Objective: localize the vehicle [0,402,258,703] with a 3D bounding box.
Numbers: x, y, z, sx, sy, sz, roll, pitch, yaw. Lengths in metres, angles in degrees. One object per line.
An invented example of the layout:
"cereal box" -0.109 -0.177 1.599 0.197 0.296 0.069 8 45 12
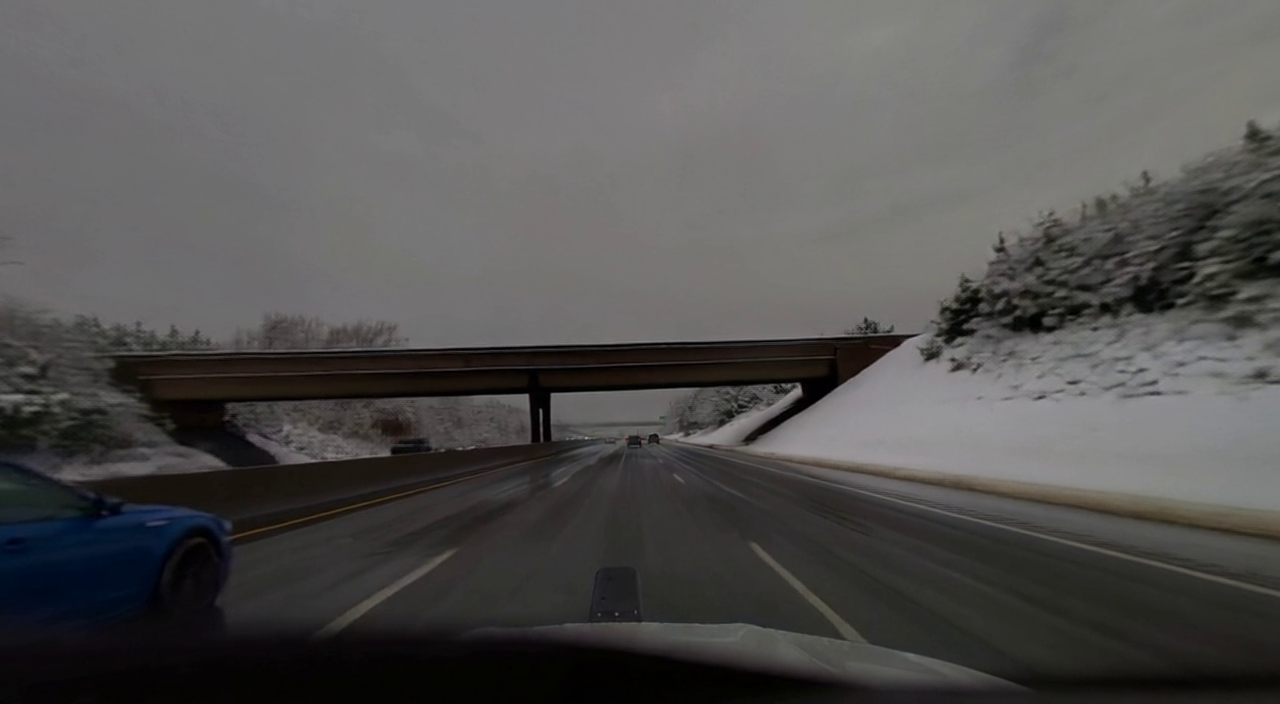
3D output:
"vehicle" -3.965 0.960 2.822 1.981 1.475 4.084 0 -8 -1

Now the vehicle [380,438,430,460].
"vehicle" -17.041 7.007 45.907 1.922 1.482 4.386 0 -8 0
